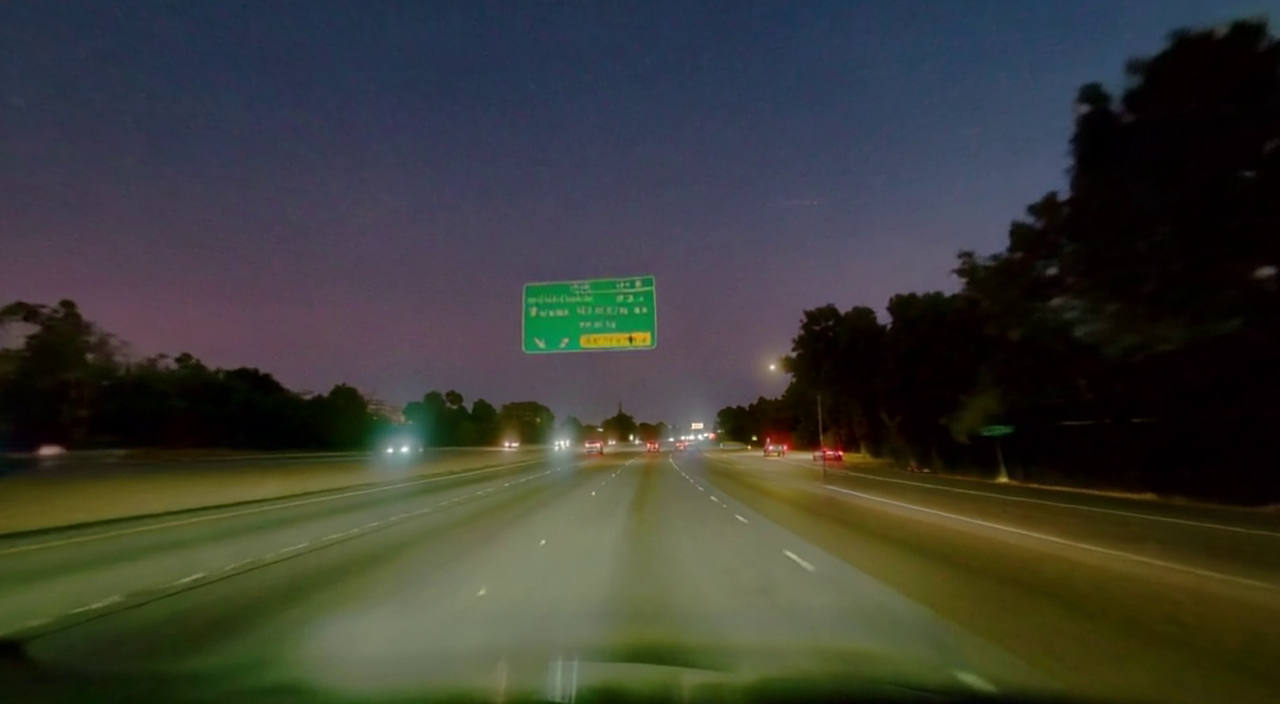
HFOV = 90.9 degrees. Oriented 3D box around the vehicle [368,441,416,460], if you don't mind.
[{"bbox_3d":[-17.746,7.066,45.312,1.914,1.269,3.536,0,-8,3],"label":"vehicle"}]
